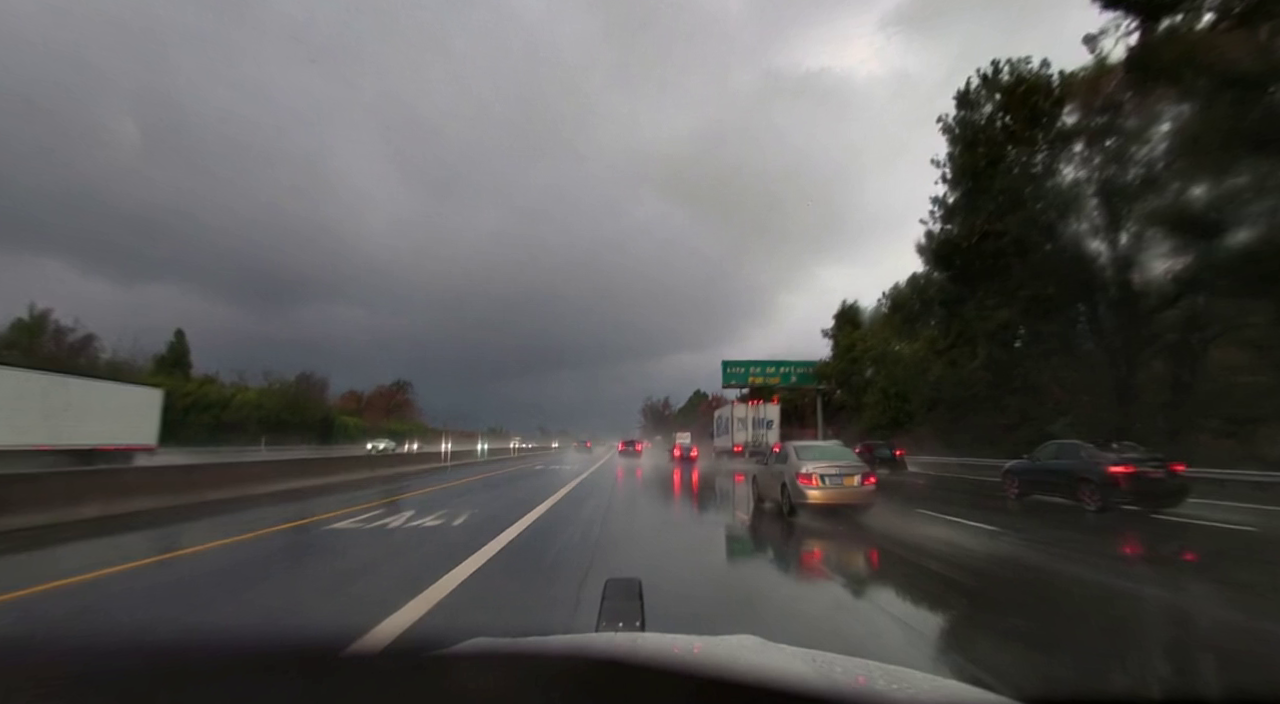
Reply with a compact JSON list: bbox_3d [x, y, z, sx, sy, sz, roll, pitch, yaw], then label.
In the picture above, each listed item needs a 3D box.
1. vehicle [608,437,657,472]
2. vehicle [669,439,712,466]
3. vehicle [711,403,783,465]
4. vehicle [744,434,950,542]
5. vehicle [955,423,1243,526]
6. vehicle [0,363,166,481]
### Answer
[{"bbox_3d":[-0.373,4.720,29.183,2.098,1.475,3.997,0,-9,-1],"label":"vehicle"},{"bbox_3d":[2.986,6.112,38.579,1.993,1.504,4.781,0,-9,-3],"label":"vehicle"},{"bbox_3d":[6.918,5.548,42.212,2.799,3.655,8.627,0,-9,-3],"label":"vehicle"},{"bbox_3d":[3.157,2.159,10.769,1.865,1.427,4.448,0,-9,-2],"label":"vehicle"},{"bbox_3d":[8.141,2.206,11.951,1.885,1.536,4.657,0,-9,-1],"label":"vehicle"},{"bbox_3d":[-24.824,2.526,22.864,2.968,4.234,16.281,0,-9,-1],"label":"vehicle"}]
